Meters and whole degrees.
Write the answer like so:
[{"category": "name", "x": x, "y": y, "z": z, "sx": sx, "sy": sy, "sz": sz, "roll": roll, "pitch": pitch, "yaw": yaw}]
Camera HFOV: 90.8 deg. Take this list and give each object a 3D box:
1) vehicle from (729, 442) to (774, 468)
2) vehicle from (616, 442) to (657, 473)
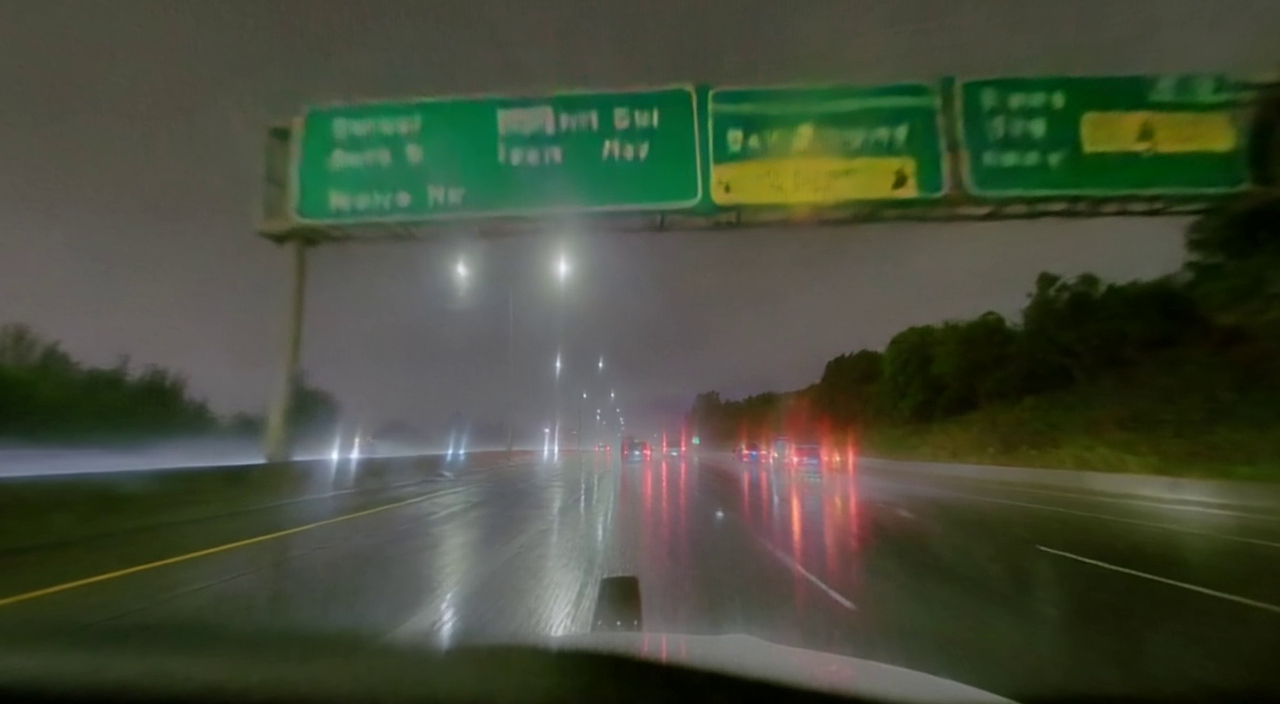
[{"category": "vehicle", "x": 6.995, "y": 6.498, "z": 39.948, "sx": 1.935, "sy": 1.478, "sz": 4.433, "roll": 0, "pitch": -9, "yaw": -1}, {"category": "vehicle", "x": -0.214, "y": 5.406, "z": 32.552, "sx": 1.985, "sy": 1.457, "sz": 4.227, "roll": 0, "pitch": -9, "yaw": -1}]
